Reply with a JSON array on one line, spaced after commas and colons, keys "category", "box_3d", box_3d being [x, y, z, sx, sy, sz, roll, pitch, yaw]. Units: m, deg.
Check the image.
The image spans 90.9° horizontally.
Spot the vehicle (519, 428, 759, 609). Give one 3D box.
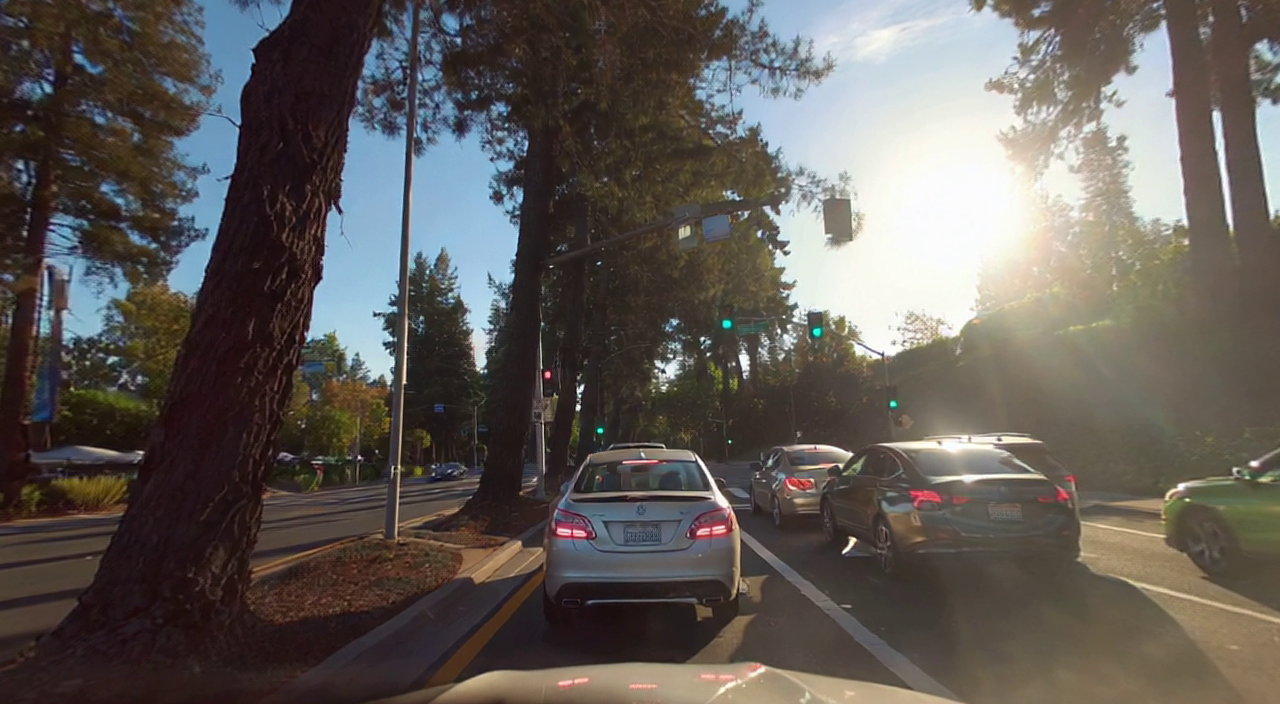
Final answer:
[{"category": "vehicle", "box_3d": [0.012, 1.715, 7.320, 2.015, 1.502, 3.898, 0, -9, 1]}]

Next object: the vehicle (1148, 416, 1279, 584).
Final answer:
[{"category": "vehicle", "box_3d": [6.933, 1.357, 5.689, 1.783, 1.572, 3.421, 0, -9, 1]}]

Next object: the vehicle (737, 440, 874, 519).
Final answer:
[{"category": "vehicle", "box_3d": [3.547, 2.817, 14.436, 1.934, 1.494, 4.446, 0, -9, 0]}]

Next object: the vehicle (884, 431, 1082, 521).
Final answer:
[{"category": "vehicle", "box_3d": [7.029, 2.568, 13.521, 1.923, 1.611, 4.094, 0, -9, 0]}]
